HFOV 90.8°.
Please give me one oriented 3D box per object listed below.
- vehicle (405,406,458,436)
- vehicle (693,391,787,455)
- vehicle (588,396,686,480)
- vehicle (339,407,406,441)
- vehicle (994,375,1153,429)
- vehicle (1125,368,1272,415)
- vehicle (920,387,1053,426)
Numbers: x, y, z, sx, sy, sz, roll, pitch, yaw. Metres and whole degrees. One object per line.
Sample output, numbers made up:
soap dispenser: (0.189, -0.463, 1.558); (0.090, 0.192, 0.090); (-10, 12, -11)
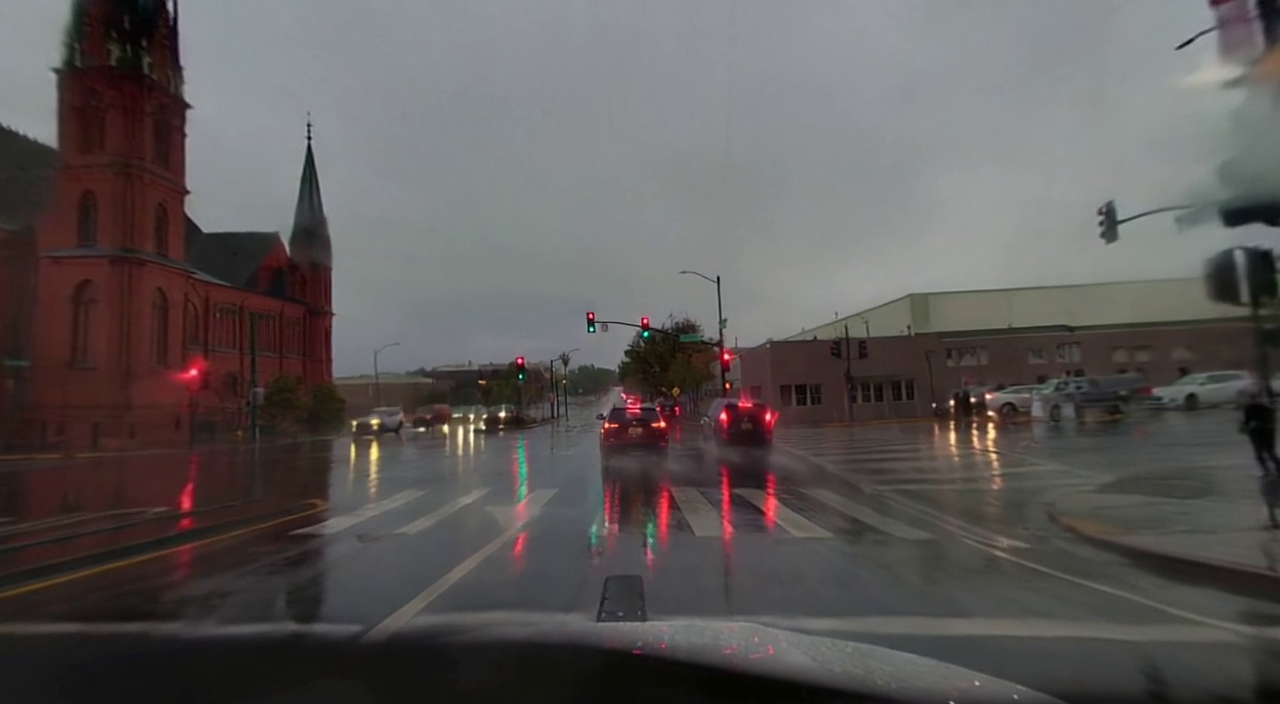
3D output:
vehicle: (-13.435, 4.522, 40.958); (2.069, 1.790, 4.358); (1, -8, -3)
vehicle: (3.100, 2.190, 20.601); (2.080, 1.735, 4.650); (-1, -3, -3)
vehicle: (-0.196, 2.048, 16.007); (2.168, 1.776, 4.135); (0, -3, -4)
vehicle: (-16.412, 4.544, 39.158); (1.969, 1.896, 5.404); (1, -8, -2)
vehicle: (16.515, 1.897, 24.229); (4.512, 1.734, 2.143); (-3, -4, -4)
vehicle: (24.460, 1.781, 27.793); (4.428, 1.928, 2.190); (0, -6, -3)
vehicle: (14.720, 2.327, 27.034); (4.488, 1.475, 2.083); (-1, -5, -3)
